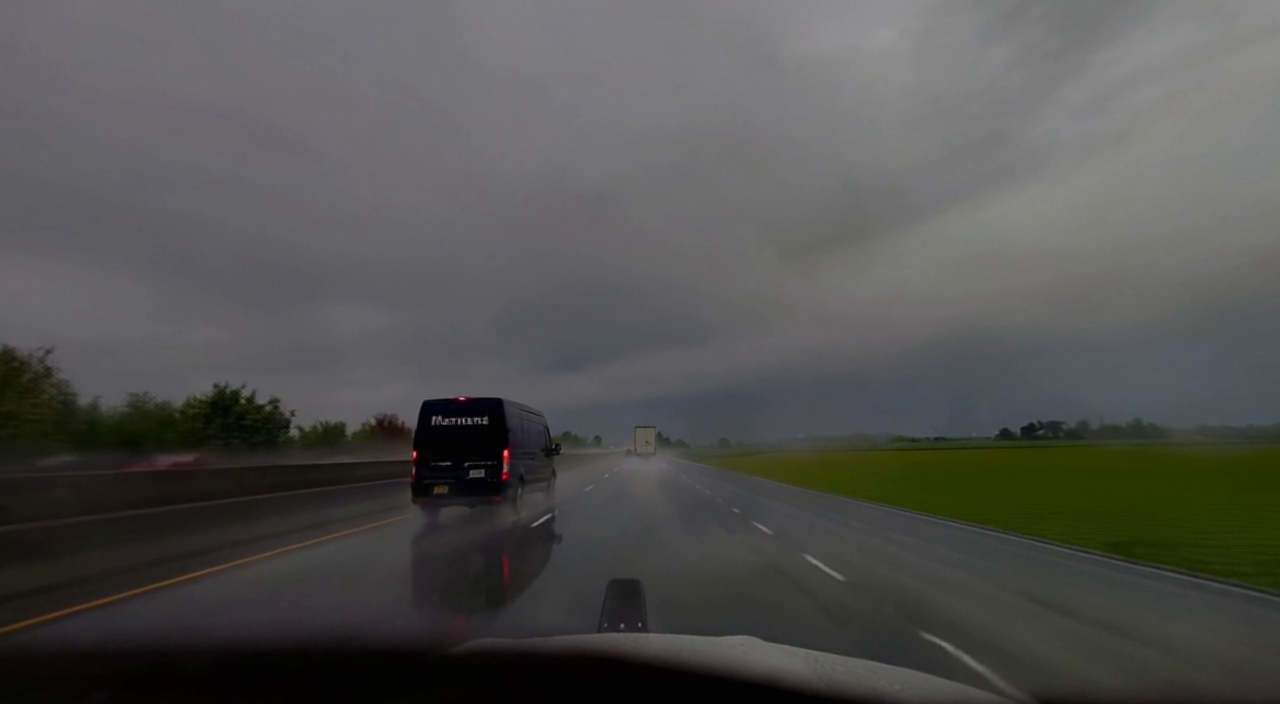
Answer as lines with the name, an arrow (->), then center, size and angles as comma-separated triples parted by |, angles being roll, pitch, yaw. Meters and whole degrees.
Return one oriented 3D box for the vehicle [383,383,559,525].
vehicle -> -3.605, 2.427, 15.337 | 2.320, 2.636, 7.021 | 0, -9, 0
